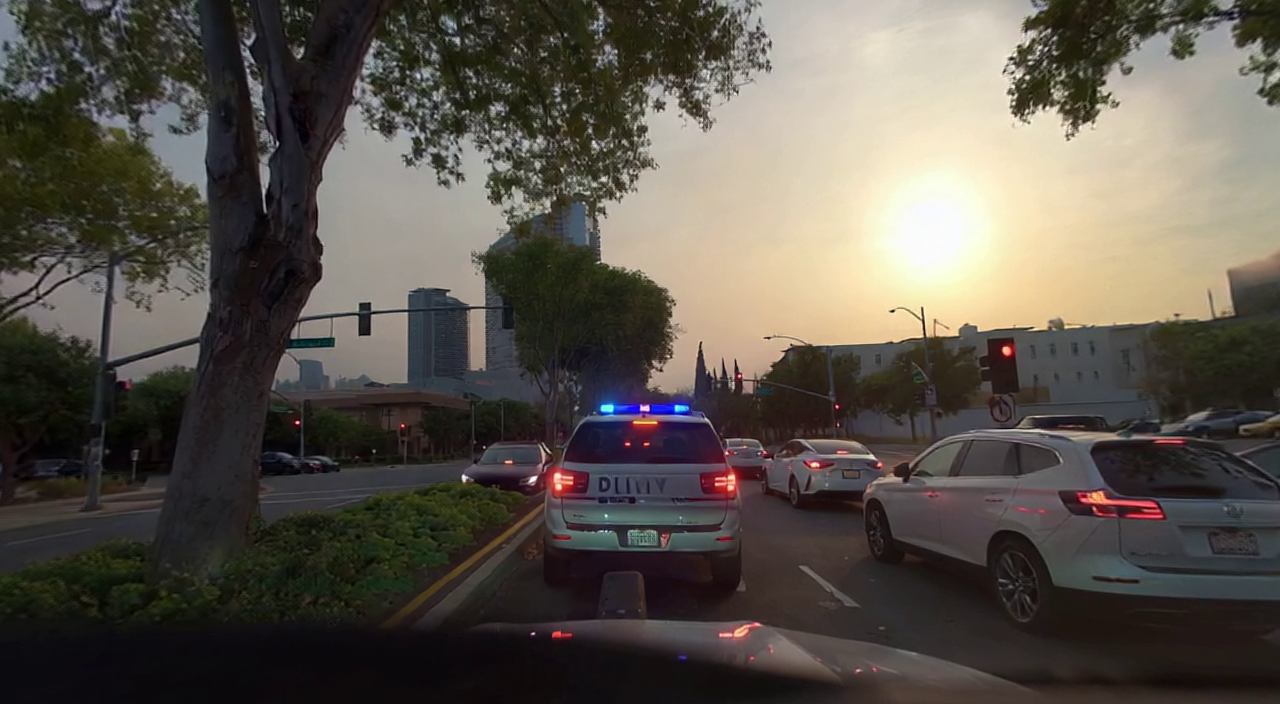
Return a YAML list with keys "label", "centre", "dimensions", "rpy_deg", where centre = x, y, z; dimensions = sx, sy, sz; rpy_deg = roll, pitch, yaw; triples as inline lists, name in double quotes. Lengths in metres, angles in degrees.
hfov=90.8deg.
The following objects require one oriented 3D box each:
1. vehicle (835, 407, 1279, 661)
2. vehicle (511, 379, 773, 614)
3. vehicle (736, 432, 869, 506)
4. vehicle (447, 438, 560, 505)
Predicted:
- label: "vehicle"
  centre: [3.638, 1.407, 6.066]
  dimensions: [1.995, 1.483, 4.533]
  rpy_deg: [0, -8, -1]
- label: "vehicle"
  centre: [-0.035, 1.454, 7.269]
  dimensions: [2.038, 1.819, 4.505]
  rpy_deg: [0, -8, -1]
- label: "vehicle"
  centre: [3.639, 2.704, 15.049]
  dimensions: [1.940, 1.474, 4.234]
  rpy_deg: [0, -8, -1]
- label: "vehicle"
  centre: [-3.310, 2.982, 16.207]
  dimensions: [1.913, 1.464, 4.276]
  rpy_deg: [0, -8, 0]
